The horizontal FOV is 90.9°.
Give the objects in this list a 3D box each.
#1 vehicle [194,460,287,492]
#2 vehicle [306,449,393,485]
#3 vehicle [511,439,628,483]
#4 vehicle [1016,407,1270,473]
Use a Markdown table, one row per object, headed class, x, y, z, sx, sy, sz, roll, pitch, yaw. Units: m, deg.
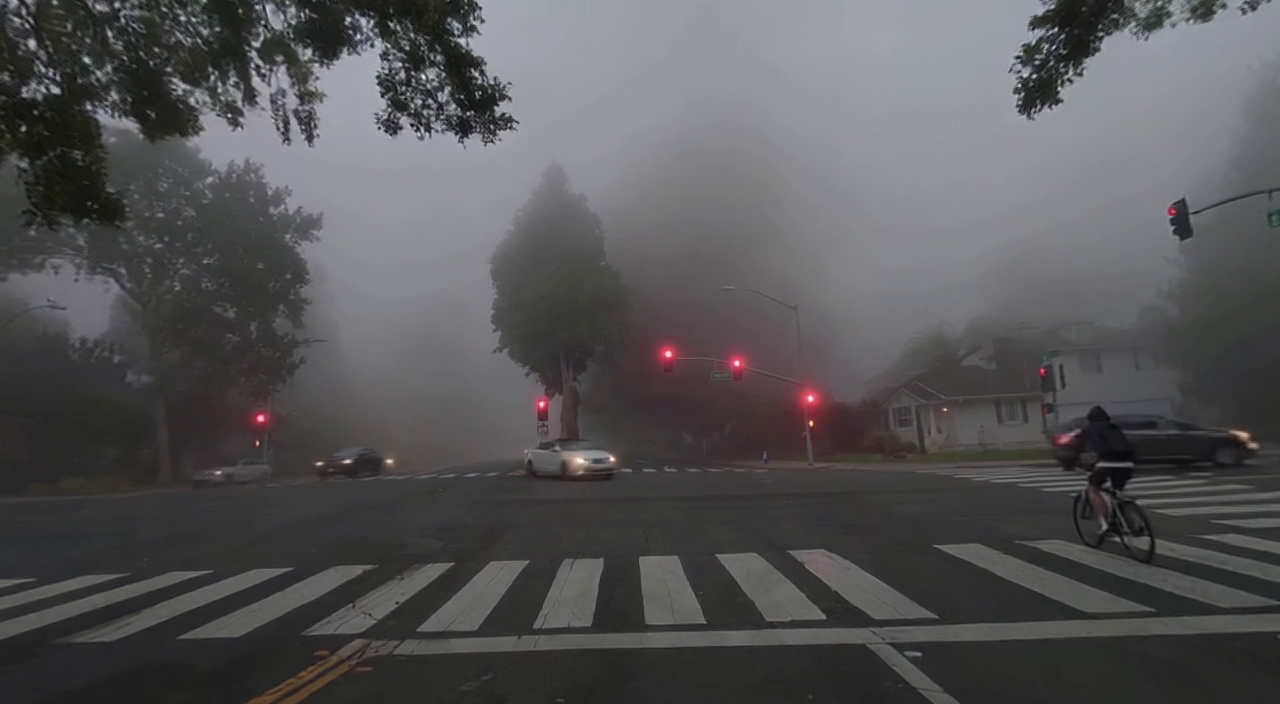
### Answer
| class | x | y | z | sx | sy | sz | roll | pitch | yaw |
| --- | --- | --- | --- | --- | --- | --- | --- | --- | --- |
| vehicle | -20.860 | 6.457 | 33.178 | 1.872 | 1.455 | 4.576 | 0 | -9 | 0 |
| vehicle | -13.564 | 5.376 | 29.746 | 1.973 | 1.511 | 4.299 | 0 | -9 | 1 |
| vehicle | -2.793 | 4.134 | 24.122 | 2.017 | 1.496 | 4.749 | 7 | -12 | -41 |
| vehicle | 14.185 | 2.554 | 18.132 | 5.188 | 1.731 | 2.191 | -1 | -9 | 7 |
